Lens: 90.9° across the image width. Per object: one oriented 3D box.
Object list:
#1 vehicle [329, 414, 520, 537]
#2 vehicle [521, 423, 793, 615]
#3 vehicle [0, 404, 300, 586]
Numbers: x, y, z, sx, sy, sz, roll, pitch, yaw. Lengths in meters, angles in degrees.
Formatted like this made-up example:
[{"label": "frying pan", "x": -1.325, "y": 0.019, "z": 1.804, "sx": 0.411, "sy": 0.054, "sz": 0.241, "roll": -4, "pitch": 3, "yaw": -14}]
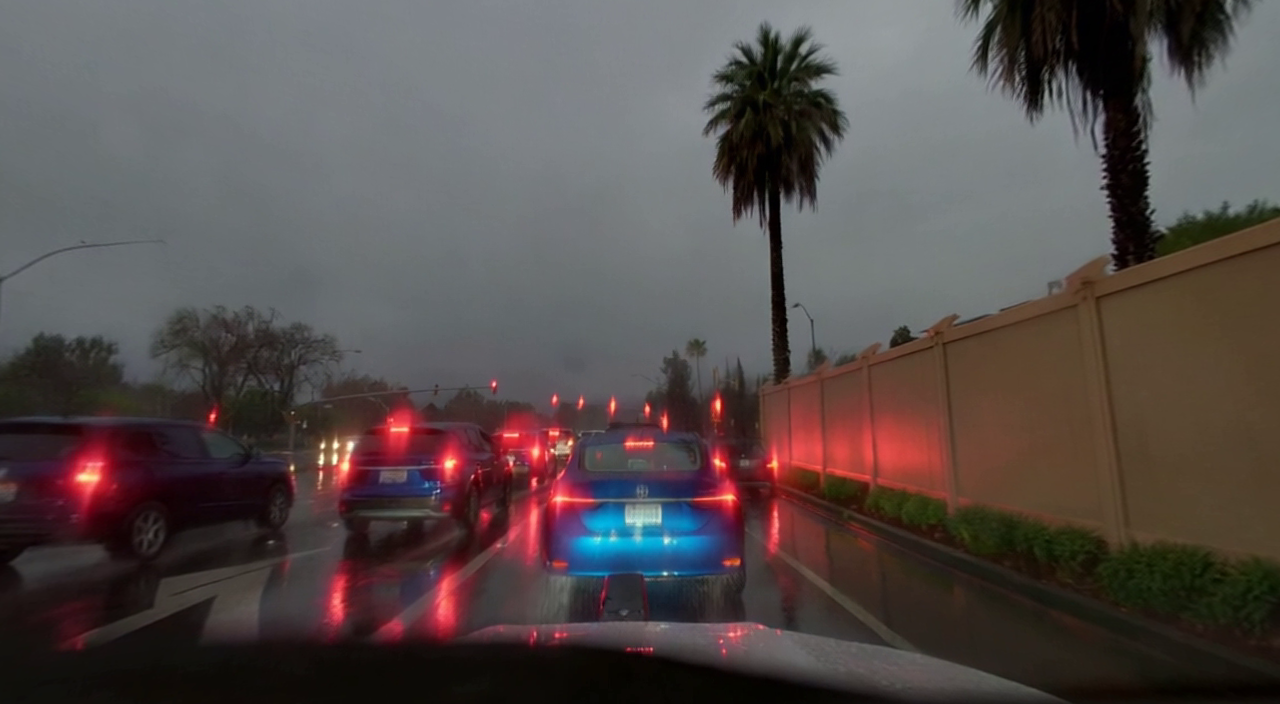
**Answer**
[{"label": "vehicle", "x": -3.484, "y": 2.075, "z": 11.186, "sx": 2.007, "sy": 1.746, "sz": 4.136, "roll": 0, "pitch": -8, "yaw": -2}, {"label": "vehicle", "x": 0.070, "y": 1.625, "z": 7.145, "sx": 2.128, "sy": 1.473, "sz": 4.272, "roll": 0, "pitch": -8, "yaw": -2}, {"label": "vehicle", "x": -6.676, "y": 1.700, "z": 8.317, "sx": 1.963, "sy": 1.721, "sz": 4.467, "roll": 0, "pitch": -8, "yaw": -2}]
